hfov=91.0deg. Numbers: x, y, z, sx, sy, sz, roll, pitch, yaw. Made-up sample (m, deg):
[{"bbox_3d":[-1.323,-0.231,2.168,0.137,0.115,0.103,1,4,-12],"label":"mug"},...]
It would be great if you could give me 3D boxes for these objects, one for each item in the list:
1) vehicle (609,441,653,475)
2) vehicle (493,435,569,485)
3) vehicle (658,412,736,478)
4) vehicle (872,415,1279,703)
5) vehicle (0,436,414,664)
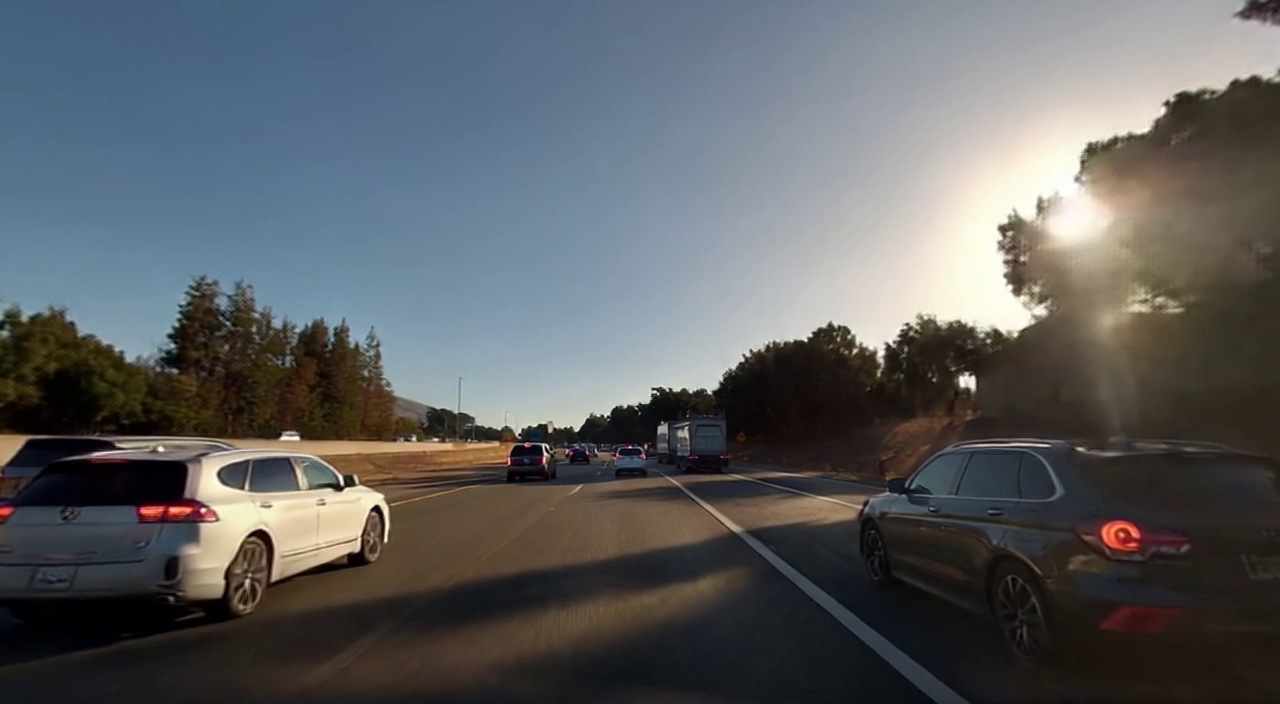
[{"bbox_3d":[-0.483,5.634,33.693,2.235,1.682,4.094,0,-9,-1],"label":"vehicle"},{"bbox_3d":[-4.235,4.305,25.345,2.176,1.783,4.799,0,-9,0],"label":"vehicle"},{"bbox_3d":[3.048,5.606,37.896,3.426,3.279,12.313,0,-9,-1],"label":"vehicle"},{"bbox_3d":[3.114,1.183,3.462,2.031,1.504,4.327,0,-9,0],"label":"vehicle"},{"bbox_3d":[-4.061,1.584,6.224,1.947,1.424,4.264,0,-9,2],"label":"vehicle"}]
